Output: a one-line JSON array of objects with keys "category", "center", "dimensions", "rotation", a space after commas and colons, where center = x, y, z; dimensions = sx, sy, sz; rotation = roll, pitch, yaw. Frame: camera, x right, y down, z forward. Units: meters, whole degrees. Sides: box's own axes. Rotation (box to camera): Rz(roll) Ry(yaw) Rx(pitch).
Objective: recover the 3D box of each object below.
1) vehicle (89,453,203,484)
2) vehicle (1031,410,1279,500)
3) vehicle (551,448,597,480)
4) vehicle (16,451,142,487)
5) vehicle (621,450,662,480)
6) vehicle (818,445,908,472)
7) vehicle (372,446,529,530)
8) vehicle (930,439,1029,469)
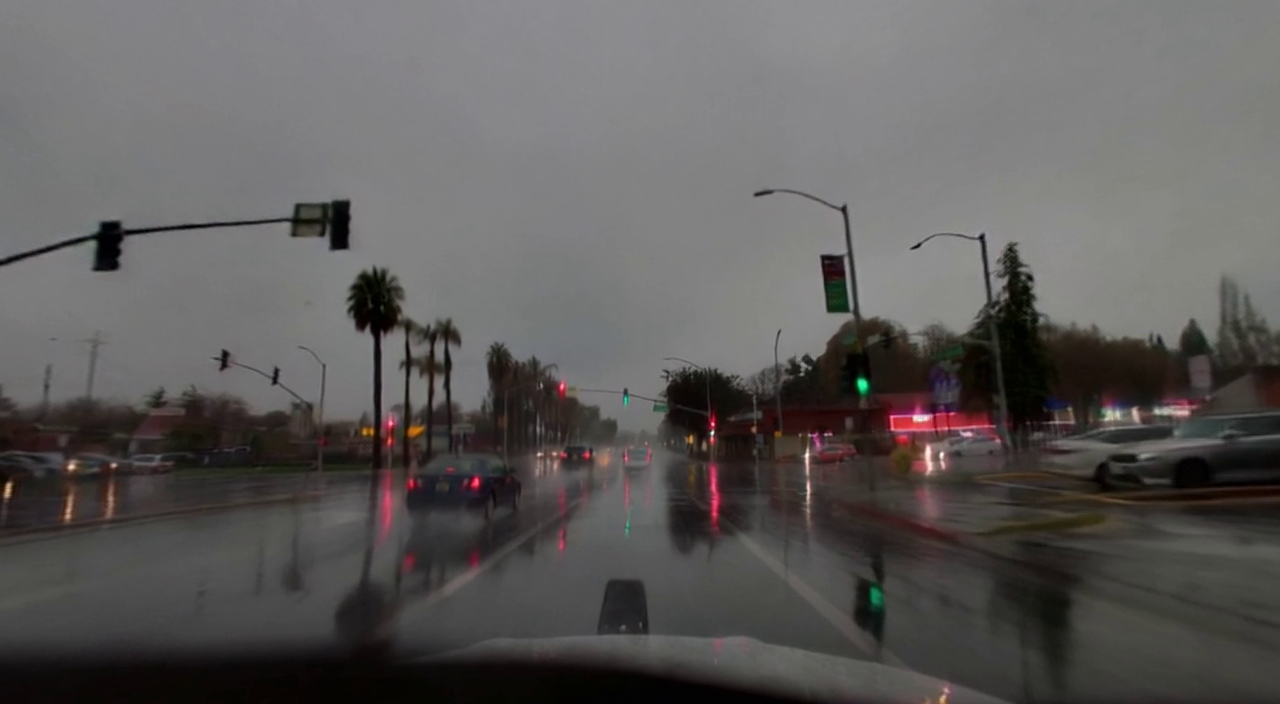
[{"category": "vehicle", "center": [-28.869, 6.828, 36.793], "dimensions": [4.945, 1.582, 1.938], "rotation": [-2, -10, -2]}, {"category": "vehicle", "center": [10.932, 2.210, 13.646], "dimensions": [1.982, 1.623, 4.211], "rotation": [0, -9, -2]}, {"category": "vehicle", "center": [-3.521, 6.052, 34.141], "dimensions": [1.979, 1.634, 3.957], "rotation": [-1, -9, 2]}, {"category": "vehicle", "center": [-29.726, 6.175, 33.378], "dimensions": [4.640, 1.809, 2.118], "rotation": [0, -9, 1]}, {"category": "vehicle", "center": [0.086, 6.082, 34.181], "dimensions": [2.094, 1.496, 4.070], "rotation": [0, -9, 1]}, {"category": "vehicle", "center": [13.301, 6.387, 37.661], "dimensions": [4.532, 1.504, 2.087], "rotation": [0, -9, 0]}, {"category": "vehicle", "center": [-3.847, 2.811, 13.645], "dimensions": [1.904, 1.513, 4.410], "rotation": [-1, -9, 2]}, {"category": "vehicle", "center": [20.434, 6.126, 37.905], "dimensions": [4.699, 1.716, 2.108], "rotation": [0, -9, 0]}]
